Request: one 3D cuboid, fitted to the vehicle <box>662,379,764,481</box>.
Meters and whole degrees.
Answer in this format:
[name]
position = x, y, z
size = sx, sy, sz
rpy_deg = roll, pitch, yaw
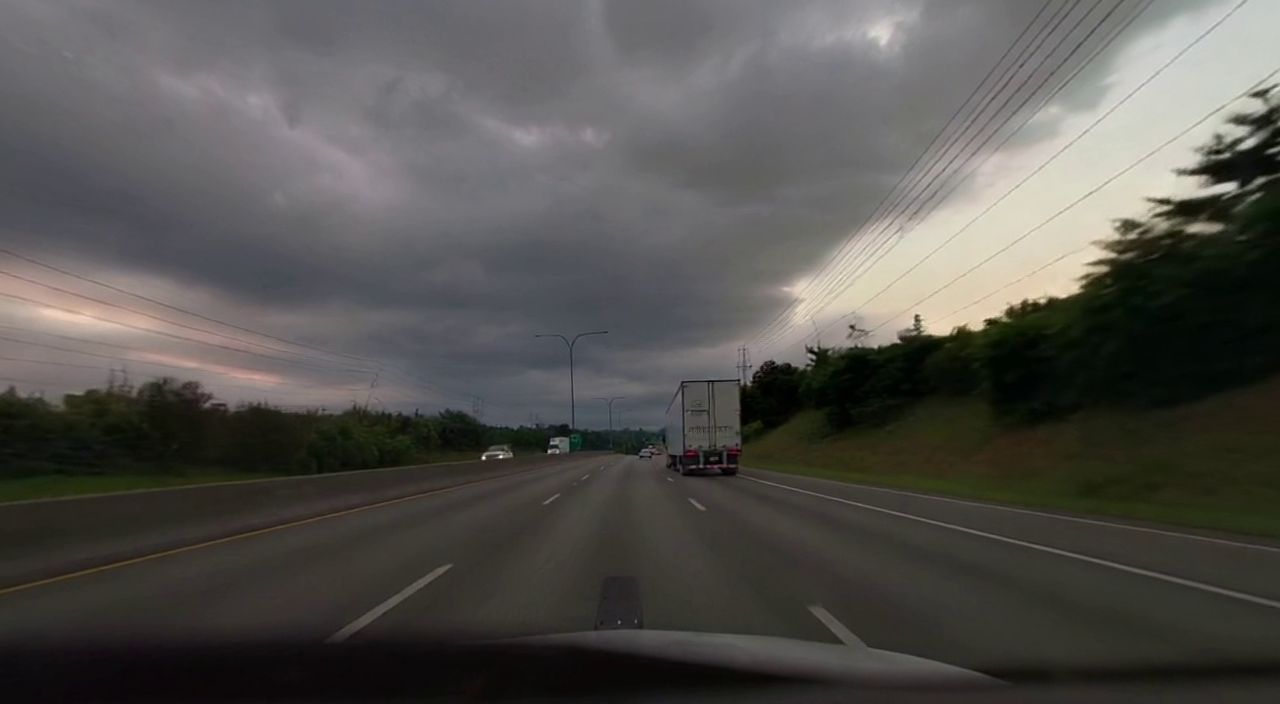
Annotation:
[vehicle]
position = 3.182, 4.385, 33.576
size = 3.202, 4.046, 17.146
rpy_deg = 0, -9, -1
